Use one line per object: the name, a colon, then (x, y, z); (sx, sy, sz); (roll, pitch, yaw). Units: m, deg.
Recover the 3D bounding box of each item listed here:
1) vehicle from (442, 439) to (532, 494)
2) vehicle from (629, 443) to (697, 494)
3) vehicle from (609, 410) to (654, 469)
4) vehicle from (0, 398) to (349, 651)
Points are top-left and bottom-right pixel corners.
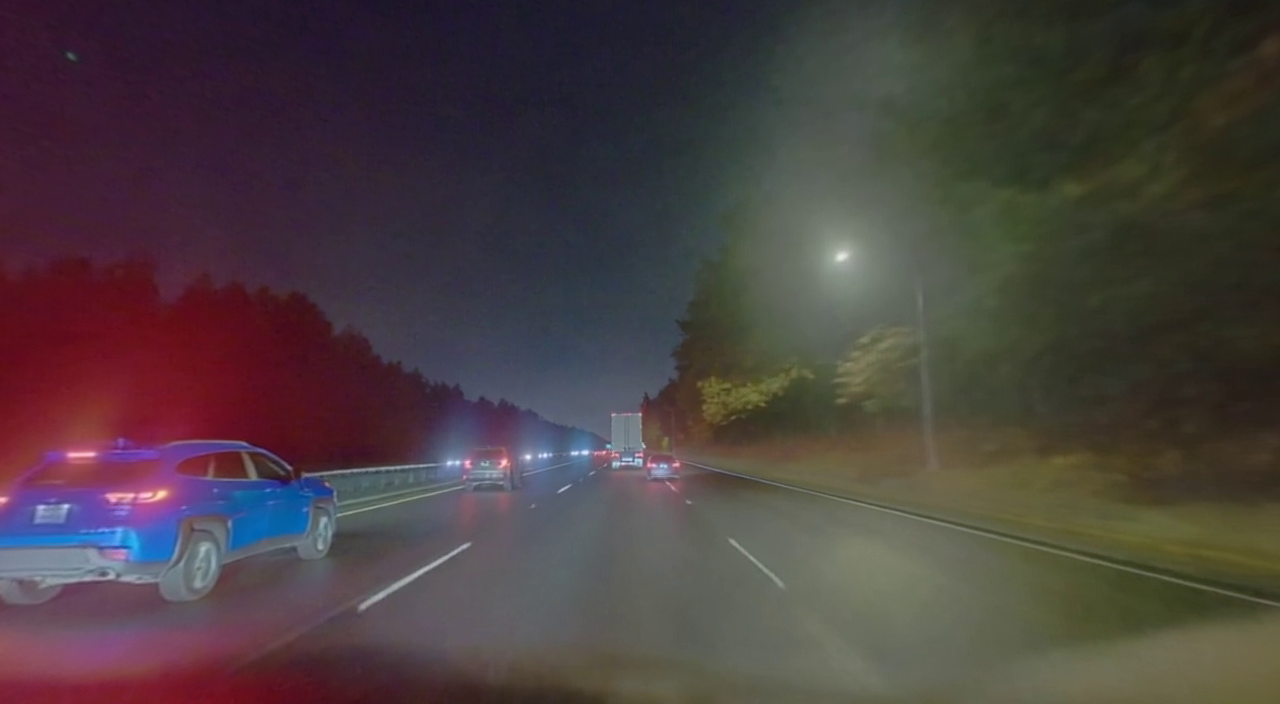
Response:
vehicle: (-5.079, 3.849, 21.456); (2.035, 1.664, 4.064); (0, -9, 0)
vehicle: (0.657, 3.835, 20.954); (2.026, 1.489, 4.045); (0, -9, -1)
vehicle: (-0.755, 6.958, 49.154); (3.113, 4.066, 10.786); (0, -9, -2)
vehicle: (-4.974, 1.472, 6.308); (2.100, 1.671, 4.105); (0, -9, 0)
